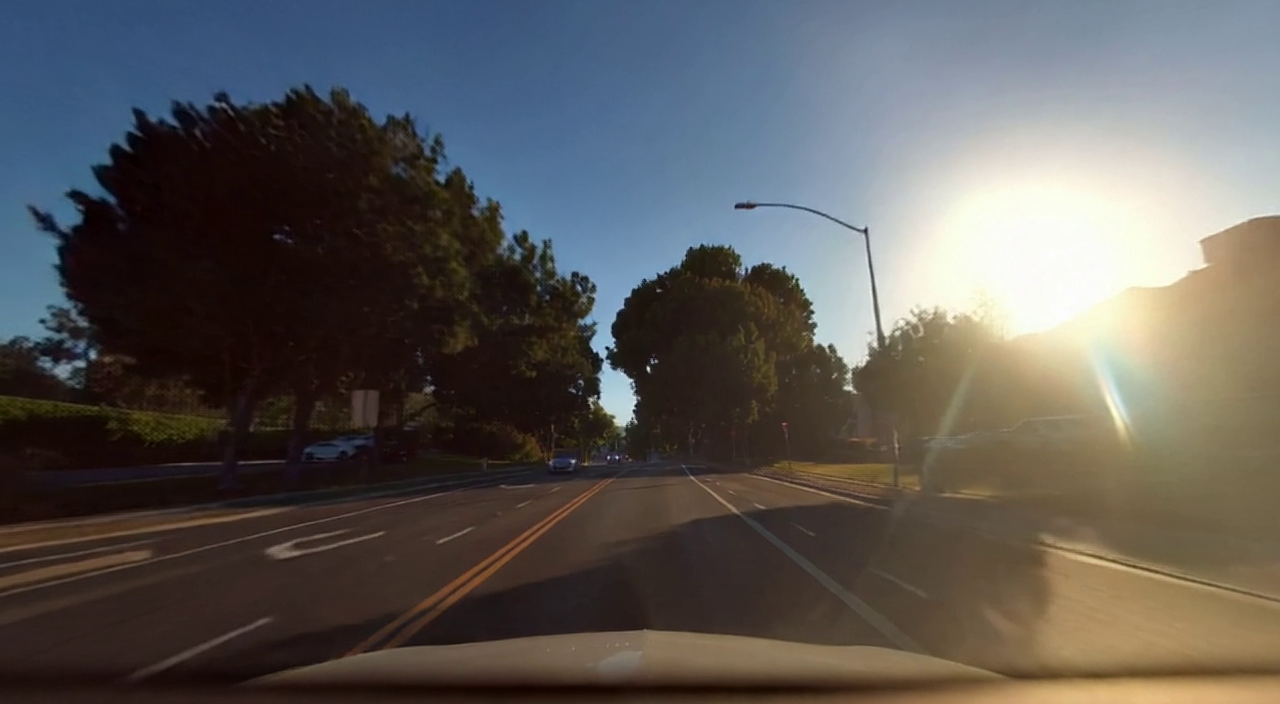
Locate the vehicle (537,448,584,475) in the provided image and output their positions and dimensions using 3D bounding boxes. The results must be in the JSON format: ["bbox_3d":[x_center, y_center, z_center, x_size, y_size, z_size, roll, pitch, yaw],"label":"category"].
[{"bbox_3d":[-4.771,6.648,38.623,2.133,1.508,4.535,-1,-8,2],"label":"vehicle"}]
